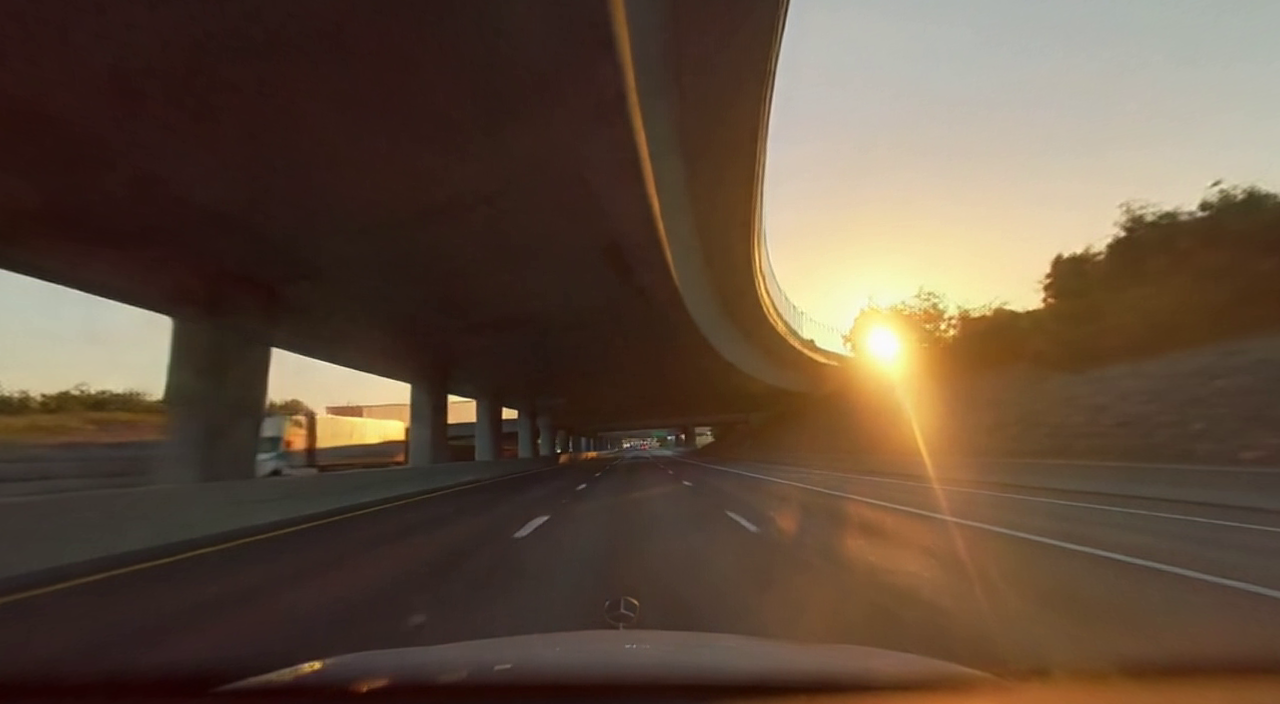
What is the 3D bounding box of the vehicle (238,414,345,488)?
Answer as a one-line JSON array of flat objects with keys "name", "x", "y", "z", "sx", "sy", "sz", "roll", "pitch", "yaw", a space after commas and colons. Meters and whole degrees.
[{"name": "vehicle", "x": -20.717, "y": 5.909, "z": 37.806, "sx": 2.916, "sy": 4.032, "sz": 5.977, "roll": 0, "pitch": -9, "yaw": -1}]
